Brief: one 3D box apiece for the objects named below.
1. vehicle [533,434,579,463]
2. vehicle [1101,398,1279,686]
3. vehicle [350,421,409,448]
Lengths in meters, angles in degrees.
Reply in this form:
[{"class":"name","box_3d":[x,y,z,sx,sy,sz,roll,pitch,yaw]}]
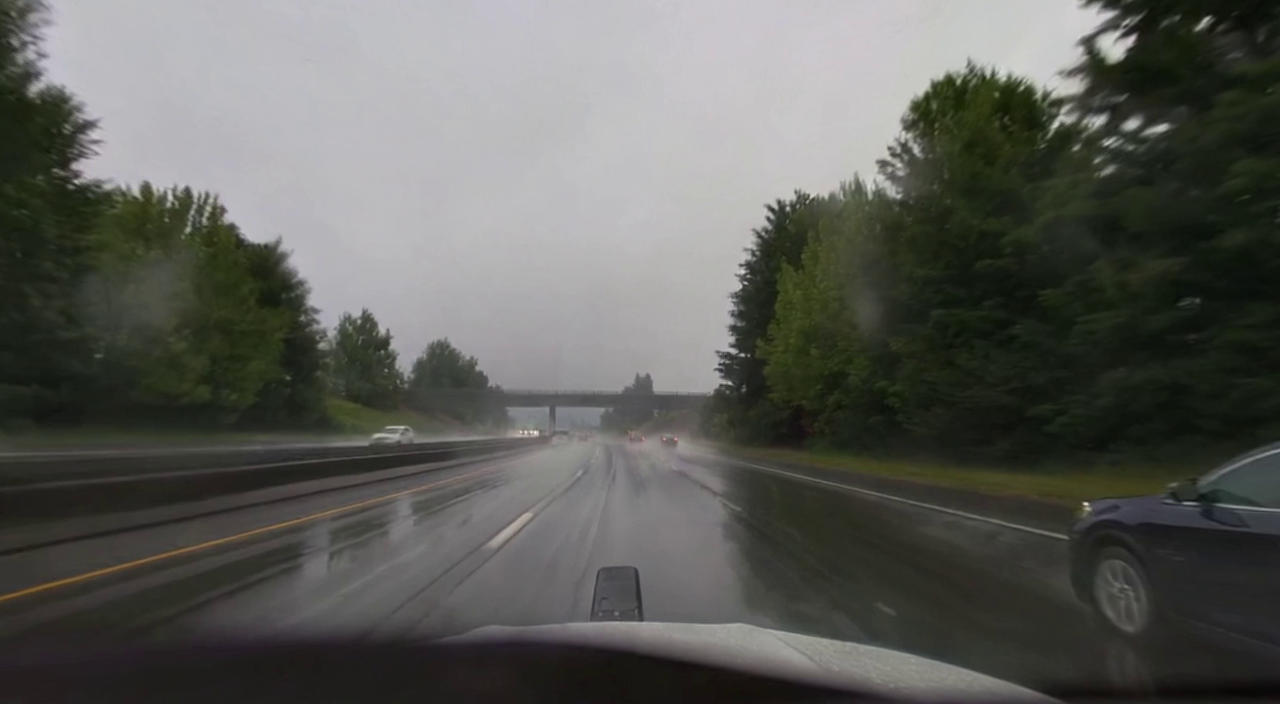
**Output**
[{"class":"vehicle","box_3d":[-4.369,5.071,33.229,1.966,1.460,3.519,0,-8,-1]},{"class":"vehicle","box_3d":[4.448,0.941,2.746,1.956,1.546,3.763,0,-8,-1]},{"class":"vehicle","box_3d":[-14.281,4.544,34.677,1.719,1.416,3.751,0,-8,-2]}]
